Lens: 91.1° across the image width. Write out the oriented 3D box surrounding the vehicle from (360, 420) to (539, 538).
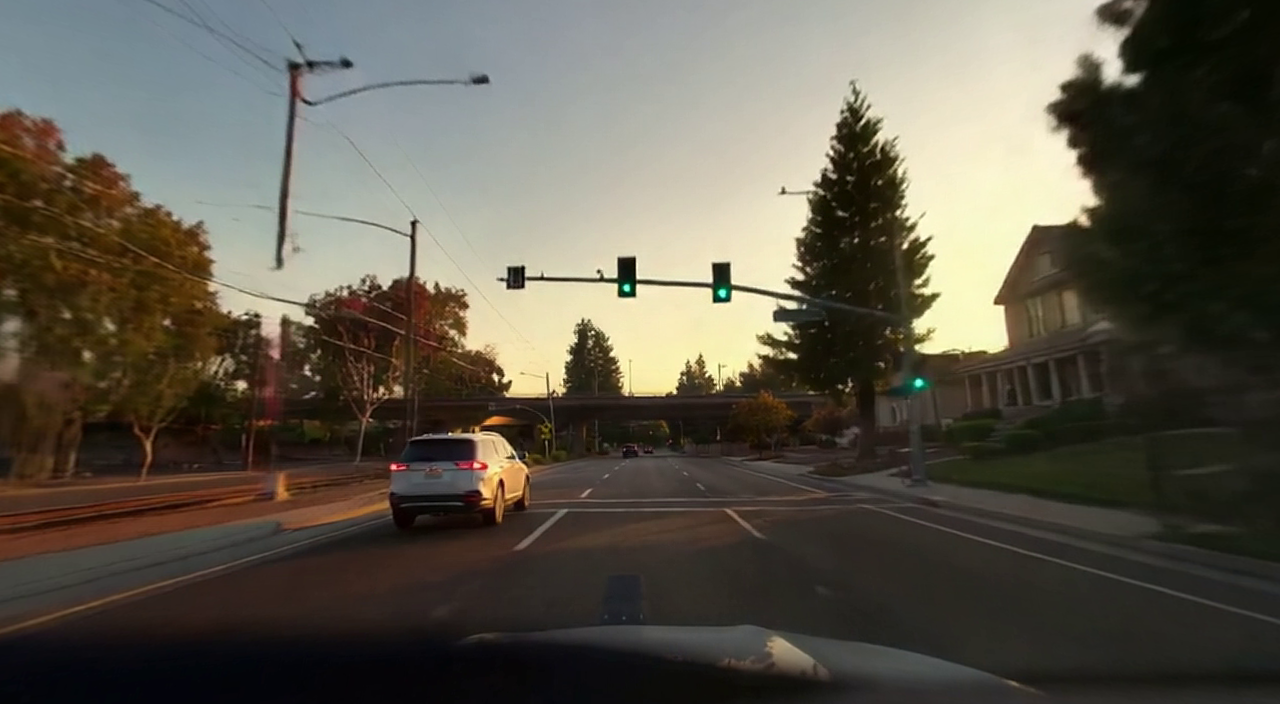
[{"bbox_3d":[-3.173,2.194,11.500,1.882,1.704,4.335,-1,-8,0],"label":"vehicle"}]
